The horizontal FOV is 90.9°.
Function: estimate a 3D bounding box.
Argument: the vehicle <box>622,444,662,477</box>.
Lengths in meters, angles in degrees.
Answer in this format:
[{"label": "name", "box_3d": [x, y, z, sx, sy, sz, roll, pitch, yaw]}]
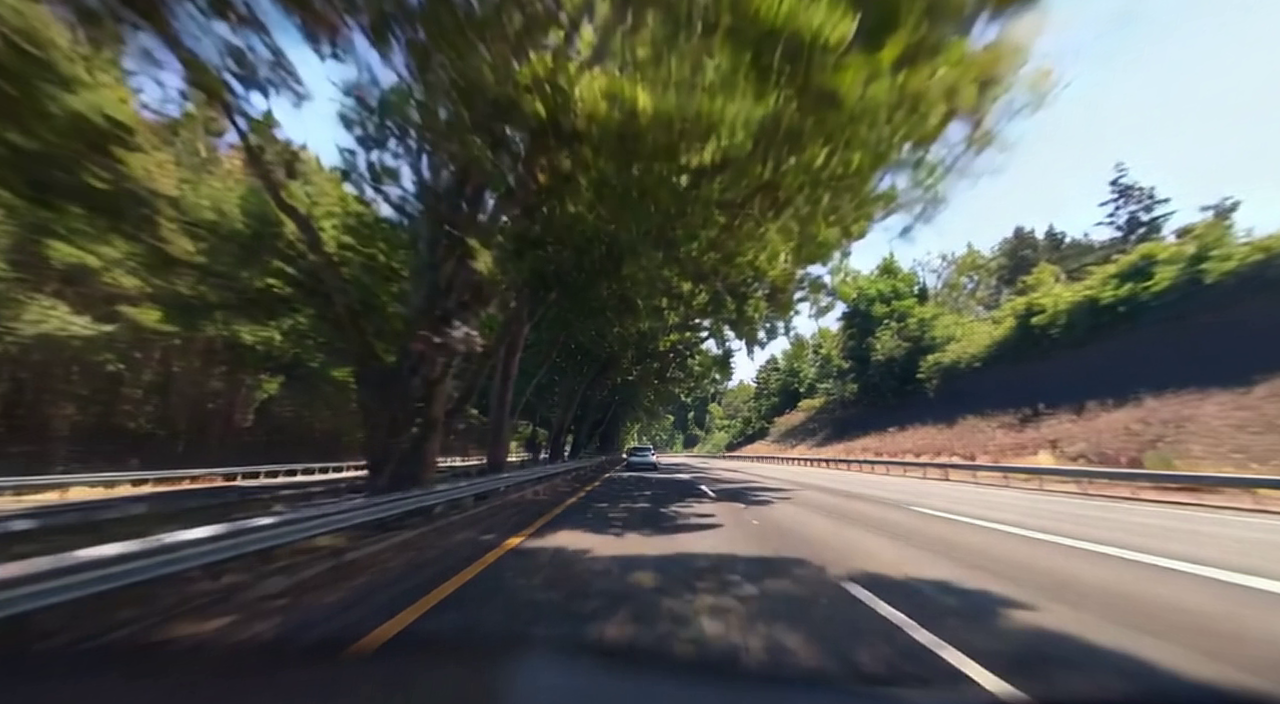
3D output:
[{"label": "vehicle", "box_3d": [0.068, 5.768, 33.656, 1.987, 1.658, 3.620, 0, -9, -1]}]
